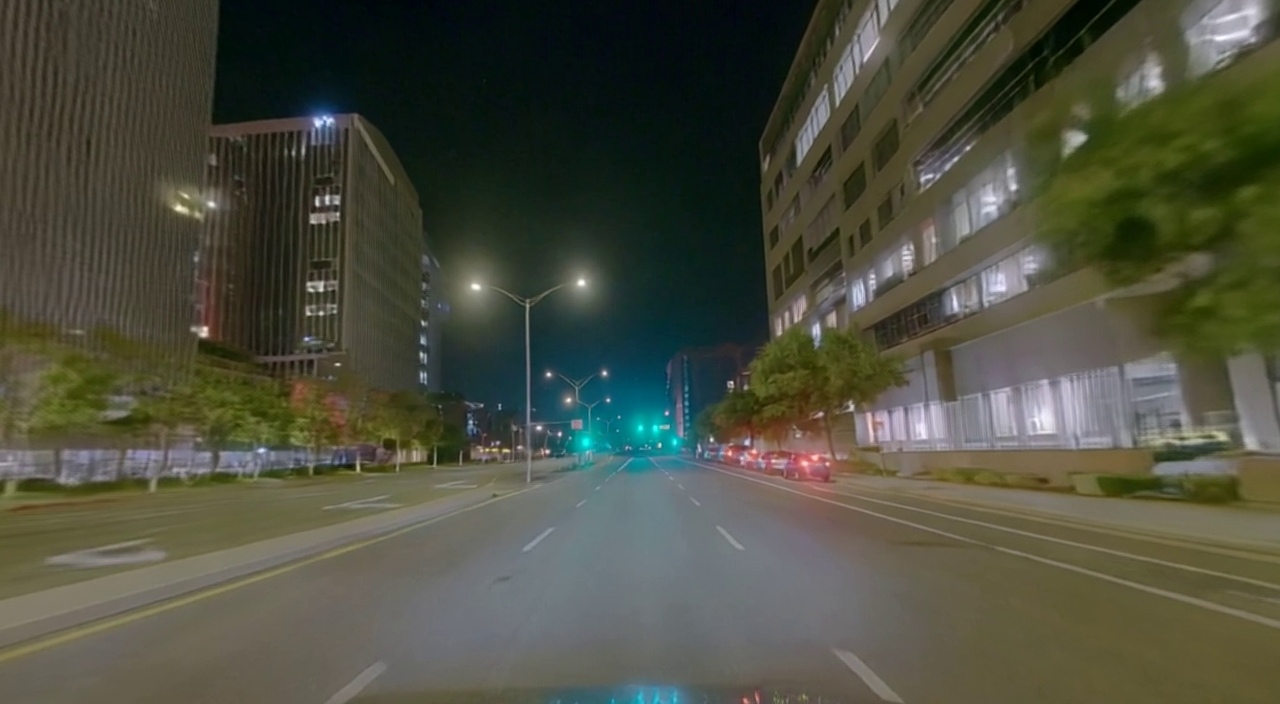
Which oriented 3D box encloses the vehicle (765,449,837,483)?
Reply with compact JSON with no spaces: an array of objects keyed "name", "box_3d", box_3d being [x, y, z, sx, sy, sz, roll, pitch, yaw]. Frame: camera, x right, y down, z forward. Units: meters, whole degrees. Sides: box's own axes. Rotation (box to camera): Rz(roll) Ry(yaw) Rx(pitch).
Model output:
[{"name":"vehicle","box_3d":[7.575,5.400,30.214,2.066,1.451,4.783,0,-9,-2]}]
